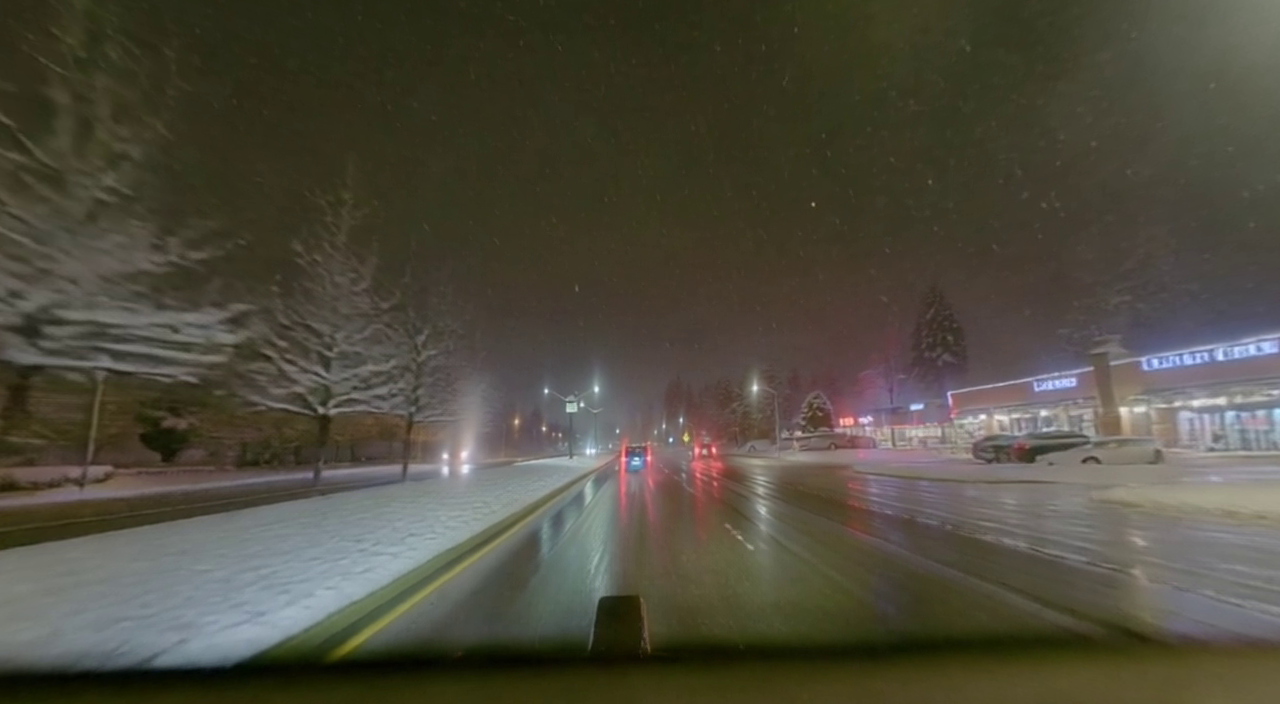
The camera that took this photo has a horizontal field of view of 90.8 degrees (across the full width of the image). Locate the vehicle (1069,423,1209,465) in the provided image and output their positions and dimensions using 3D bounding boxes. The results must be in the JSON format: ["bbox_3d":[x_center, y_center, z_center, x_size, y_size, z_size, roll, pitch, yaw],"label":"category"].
[{"bbox_3d":[21.354,3.987,27.341,2.136,1.603,4.534,0,-9,-4],"label":"vehicle"}]

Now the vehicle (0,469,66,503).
[{"bbox_3d":[-30.185,6.323,29.939,4.125,1.427,2.000,-1,-9,5],"label":"vehicle"}]

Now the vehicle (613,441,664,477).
[{"bbox_3d":[-0.089,4.729,28.157,2.126,1.475,3.967,0,-9,-1],"label":"vehicle"}]

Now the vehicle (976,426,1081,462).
[{"bbox_3d":[21.498,5.147,35.195,2.015,1.821,4.696,2,-9,-17],"label":"vehicle"}]

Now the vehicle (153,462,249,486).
[{"bbox_3d":[-29.196,8.126,42.158,4.702,1.471,2.215,0,-9,-1],"label":"vehicle"}]
